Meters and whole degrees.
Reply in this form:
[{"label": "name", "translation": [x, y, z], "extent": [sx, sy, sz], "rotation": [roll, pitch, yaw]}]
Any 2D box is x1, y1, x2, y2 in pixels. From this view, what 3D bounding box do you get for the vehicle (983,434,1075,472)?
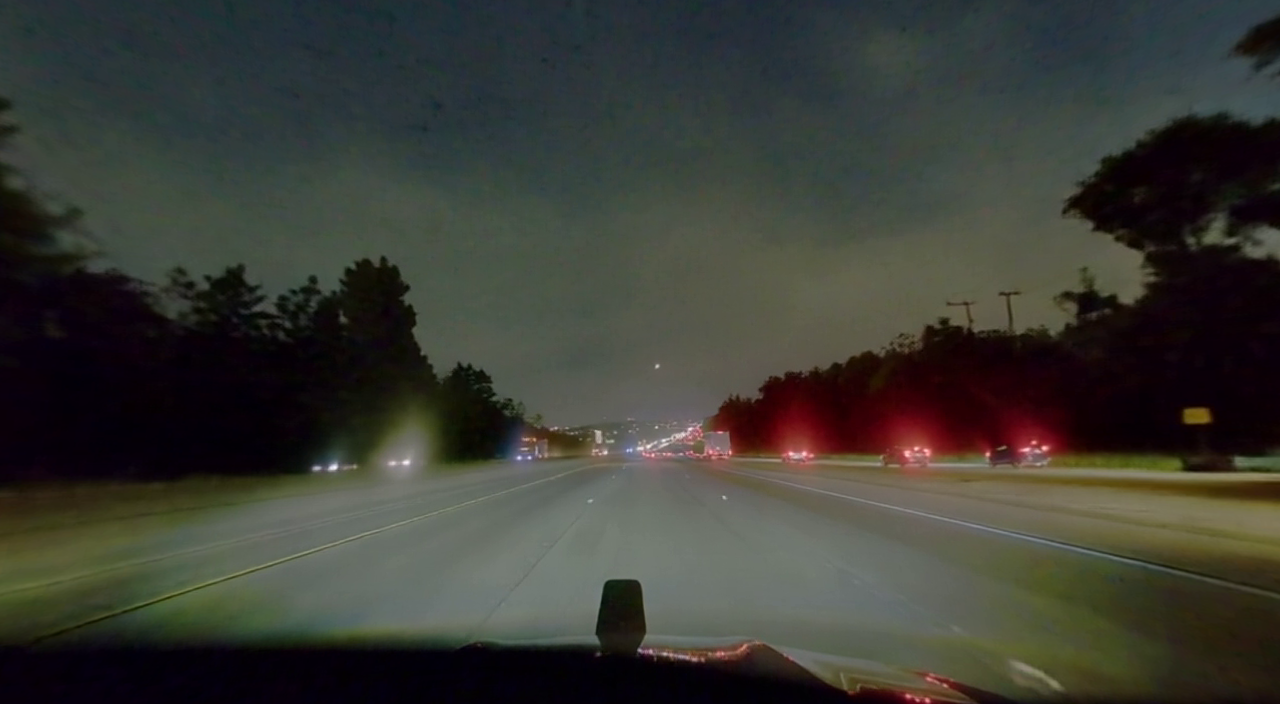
[{"label": "vehicle", "translation": [20.083, 5.225, 32.743], "extent": [2.038, 1.823, 3.744], "rotation": [1, -9, -8]}]
